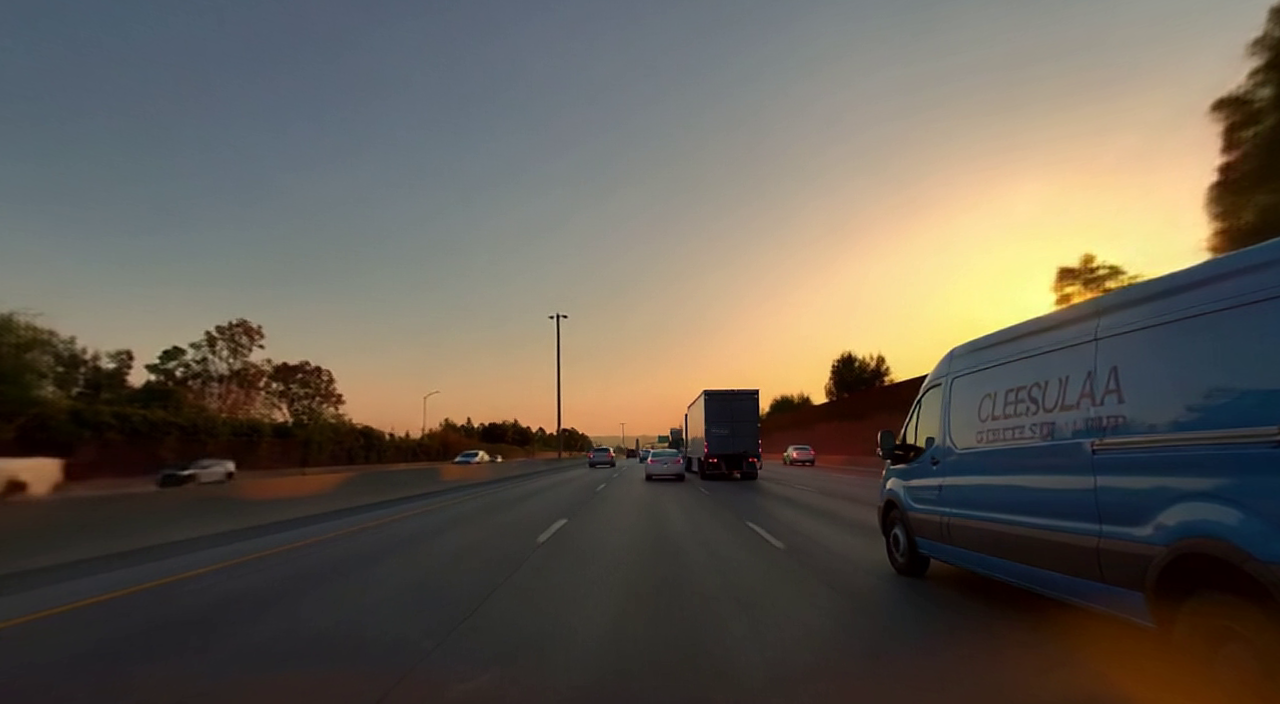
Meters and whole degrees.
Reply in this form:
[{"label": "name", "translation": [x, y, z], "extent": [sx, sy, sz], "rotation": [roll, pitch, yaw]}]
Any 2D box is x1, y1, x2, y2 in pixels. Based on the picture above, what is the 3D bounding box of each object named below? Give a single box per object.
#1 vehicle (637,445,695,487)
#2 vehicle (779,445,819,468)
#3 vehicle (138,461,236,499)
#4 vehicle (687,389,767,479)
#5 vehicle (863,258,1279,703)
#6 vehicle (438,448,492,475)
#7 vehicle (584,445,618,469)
[{"label": "vehicle", "translation": [0.928, 4.416, 24.752], "extent": [2.063, 1.469, 4.208], "rotation": [0, -9, 0]}, {"label": "vehicle", "translation": [11.269, 7.444, 44.907], "extent": [1.870, 1.525, 3.680], "rotation": [0, -9, 0]}, {"label": "vehicle", "translation": [-23.389, 6.581, 32.824], "extent": [1.872, 1.709, 4.341], "rotation": [0, -9, -1]}, {"label": "vehicle", "translation": [4.423, 4.680, 35.047], "extent": [2.821, 4.077, 12.562], "rotation": [0, -9, 1]}, {"label": "vehicle", "translation": [3.669, 0.903, 3.975], "extent": [2.441, 2.017, 5.739], "rotation": [0, -9, 1]}, {"label": "vehicle", "translation": [-11.731, 7.335, 42.642], "extent": [2.115, 1.685, 4.831], "rotation": [0, -9, 1]}, {"label": "vehicle", "translation": [-2.797, 7.664, 46.196], "extent": [2.182, 1.601, 4.364], "rotation": [0, -9, 1]}]
